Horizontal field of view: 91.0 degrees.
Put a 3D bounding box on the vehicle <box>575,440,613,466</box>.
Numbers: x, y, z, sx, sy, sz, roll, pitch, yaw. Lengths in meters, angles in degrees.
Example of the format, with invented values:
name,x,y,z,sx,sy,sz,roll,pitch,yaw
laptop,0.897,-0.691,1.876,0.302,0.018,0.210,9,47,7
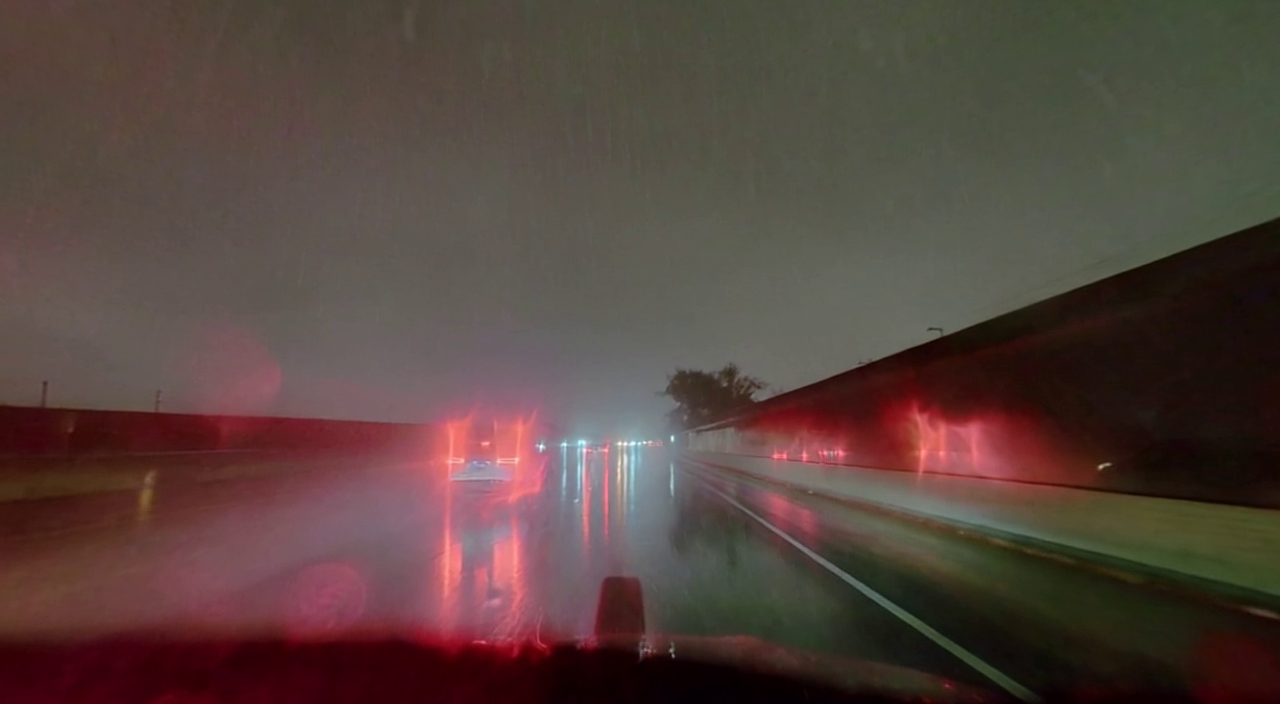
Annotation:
name,x,y,z,sx,sy,sz,roll,pitch,yaw
vehicle,-3.034,6.798,42.508,2.133,1.683,4.340,0,-9,1

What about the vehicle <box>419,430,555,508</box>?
name,x,y,z,sx,sy,sz,roll,pitch,yaw
vehicle,-3.470,2.746,15.207,2.195,1.573,4.176,0,-9,0
